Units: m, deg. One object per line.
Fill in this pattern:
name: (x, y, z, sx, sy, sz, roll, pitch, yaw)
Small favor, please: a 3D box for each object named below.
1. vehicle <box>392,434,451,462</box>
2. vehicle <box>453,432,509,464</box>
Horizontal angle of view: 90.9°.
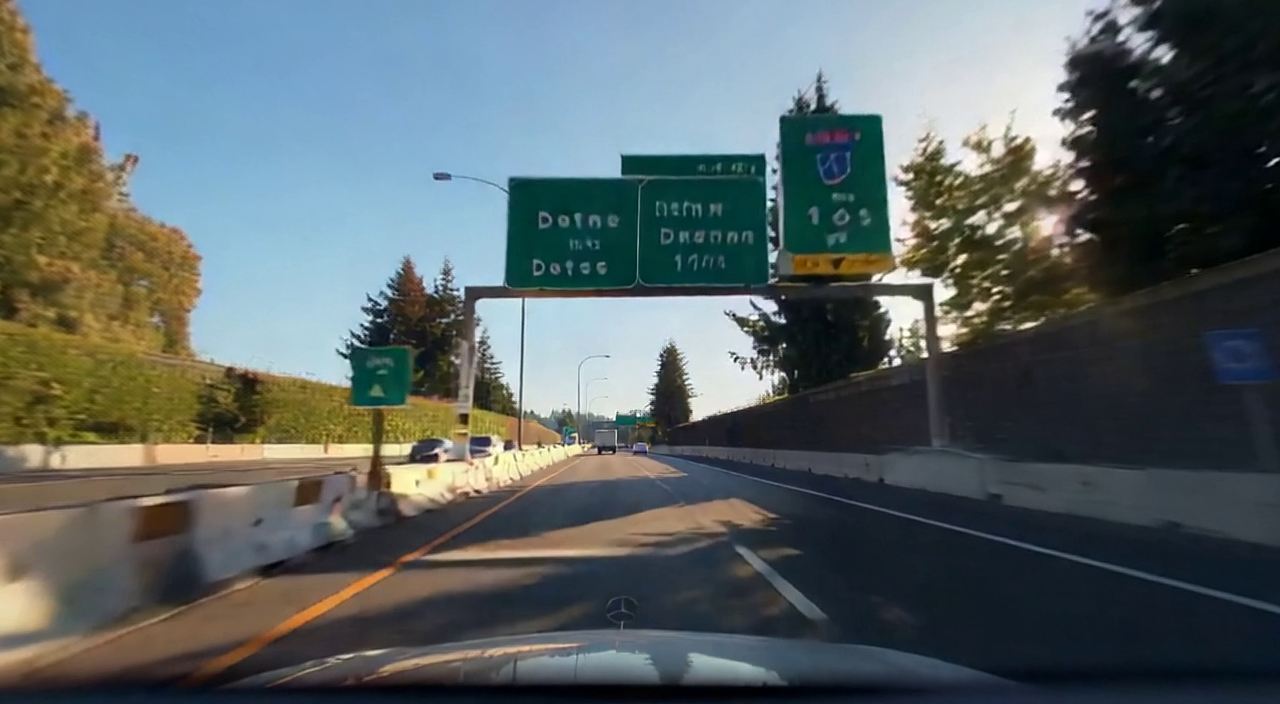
vehicle: (-12.468, 5.530, 36.190, 1.911, 1.494, 4.445, 0, -8, -2)
vehicle: (-8.209, 5.011, 32.913, 1.987, 1.540, 4.027, 0, -8, -2)
